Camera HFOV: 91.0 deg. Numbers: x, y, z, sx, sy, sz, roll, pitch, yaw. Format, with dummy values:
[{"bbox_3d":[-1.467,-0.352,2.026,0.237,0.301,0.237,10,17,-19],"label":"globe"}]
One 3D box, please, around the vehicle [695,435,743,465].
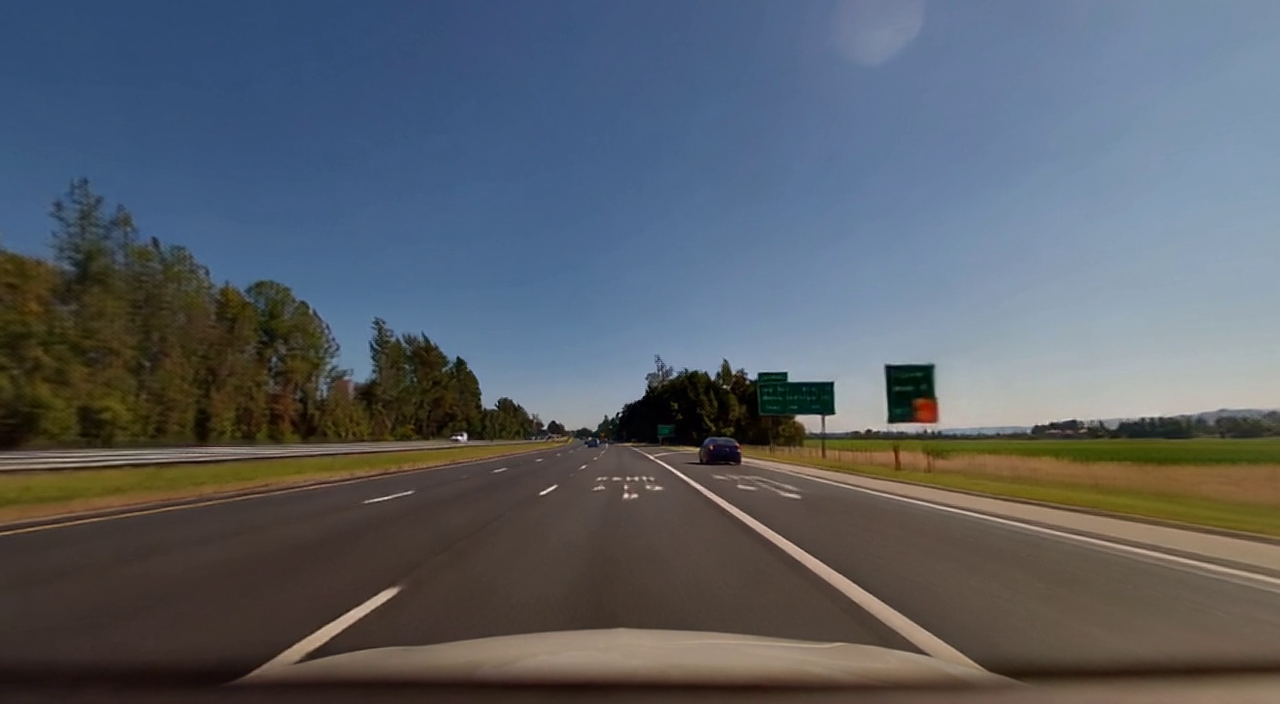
[{"bbox_3d":[4.429,5.553,35.924,2.084,1.614,4.762,0,-8,-1],"label":"vehicle"}]
